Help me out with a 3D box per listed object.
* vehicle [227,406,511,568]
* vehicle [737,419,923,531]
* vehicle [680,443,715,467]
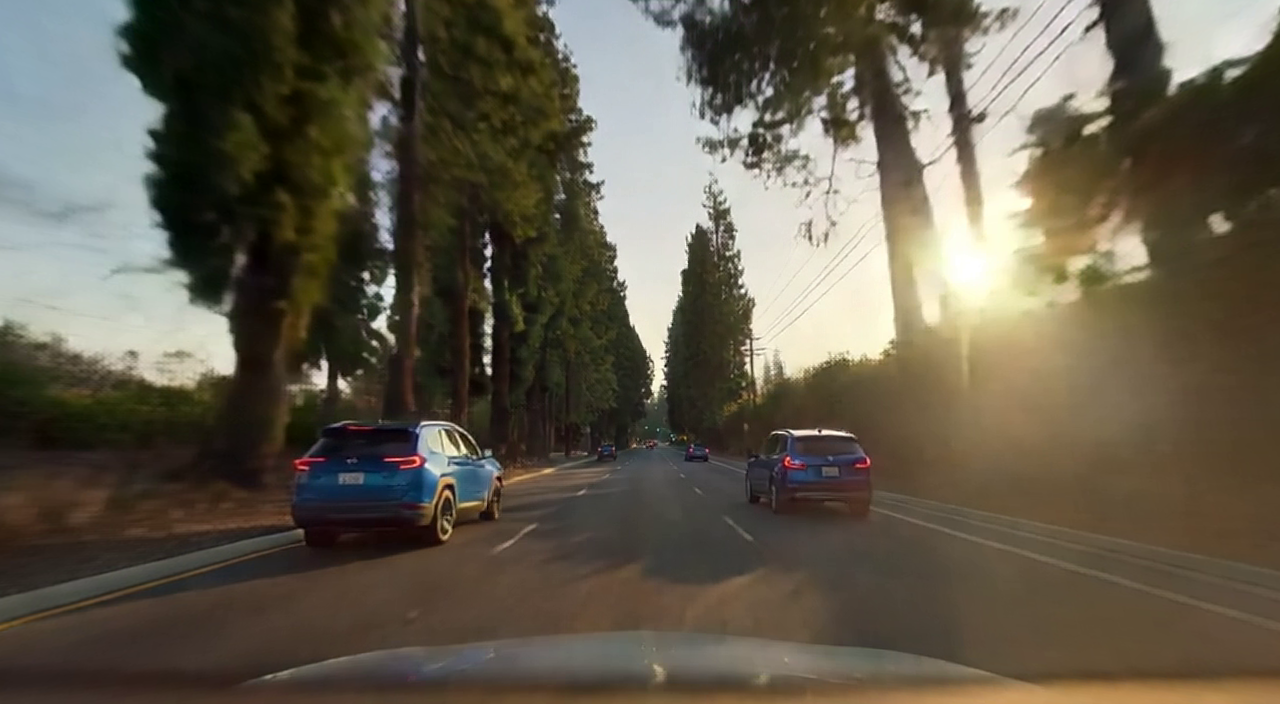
[{"bbox_3d":[-3.473,1.824,9.286,2.104,1.785,4.494,0,-8,1],"label":"vehicle"},{"bbox_3d":[3.337,2.262,12.210,2.182,1.744,4.464,0,-8,0],"label":"vehicle"},{"bbox_3d":[3.844,6.914,42.520,1.906,1.468,4.422,0,-8,0],"label":"vehicle"}]
